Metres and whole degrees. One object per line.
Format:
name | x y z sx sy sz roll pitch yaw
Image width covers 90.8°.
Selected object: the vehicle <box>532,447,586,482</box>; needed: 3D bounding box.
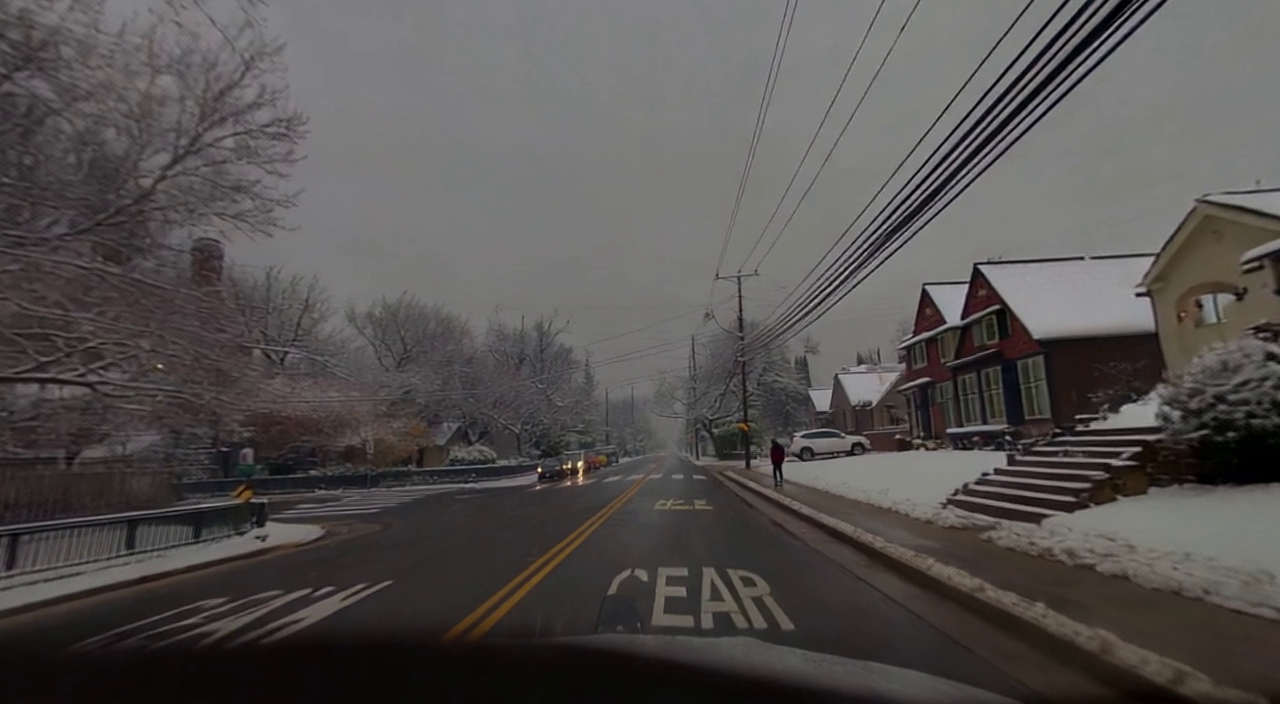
vehicle | -4.432 6.289 35.540 2.203 1.787 4.704 -1 -8 3
